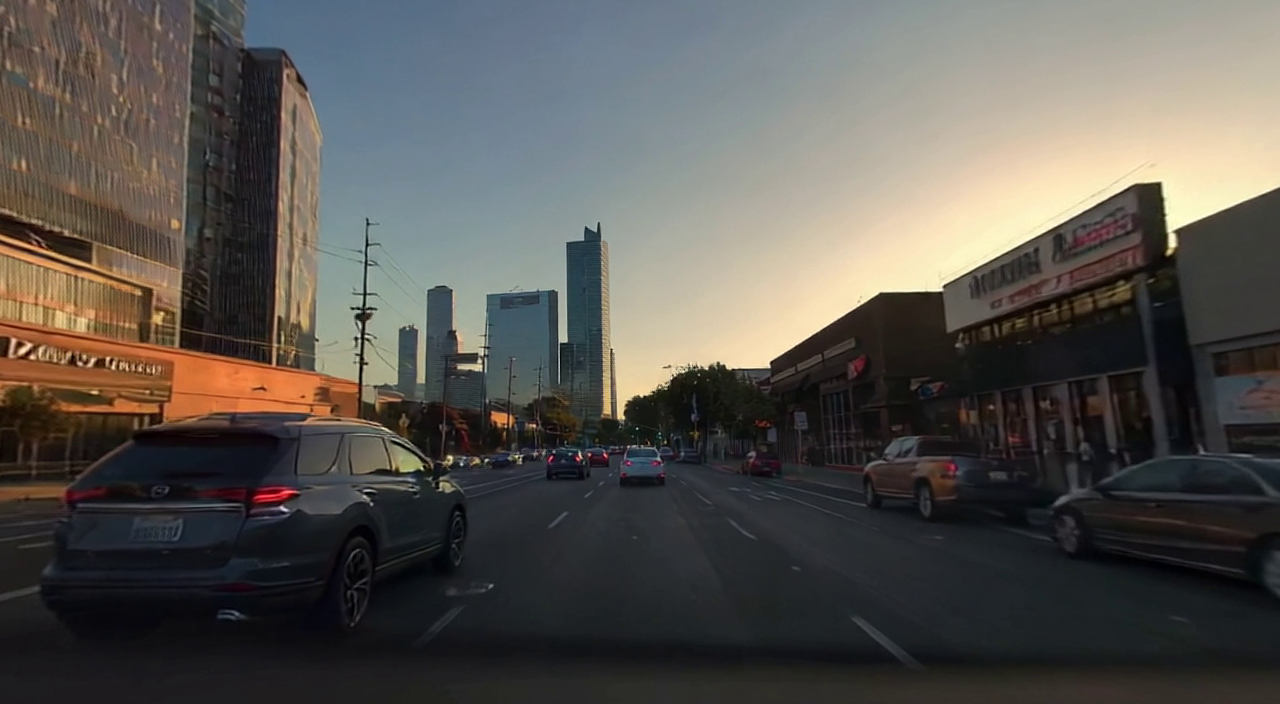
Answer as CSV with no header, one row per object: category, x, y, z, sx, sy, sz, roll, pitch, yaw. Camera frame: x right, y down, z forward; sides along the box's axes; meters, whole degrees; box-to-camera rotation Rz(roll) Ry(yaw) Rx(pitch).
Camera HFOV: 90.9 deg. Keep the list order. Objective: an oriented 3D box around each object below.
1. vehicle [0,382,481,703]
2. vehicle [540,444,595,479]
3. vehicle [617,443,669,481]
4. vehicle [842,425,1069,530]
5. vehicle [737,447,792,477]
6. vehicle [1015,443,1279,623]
vehicle,-3.000,1.308,5.413,2.049,1.646,4.445,0,-9,1
vehicle,-3.219,4.955,28.768,1.950,1.450,4.257,0,-9,1
vehicle,0.118,4.656,26.928,2.037,1.484,4.073,0,-9,0
vehicle,6.332,2.571,13.587,2.159,1.817,5.056,0,-9,-2
vehicle,6.689,5.930,34.281,2.014,1.495,4.562,0,-9,-1
vehicle,6.235,1.691,6.552,1.944,1.462,4.406,0,-9,0
